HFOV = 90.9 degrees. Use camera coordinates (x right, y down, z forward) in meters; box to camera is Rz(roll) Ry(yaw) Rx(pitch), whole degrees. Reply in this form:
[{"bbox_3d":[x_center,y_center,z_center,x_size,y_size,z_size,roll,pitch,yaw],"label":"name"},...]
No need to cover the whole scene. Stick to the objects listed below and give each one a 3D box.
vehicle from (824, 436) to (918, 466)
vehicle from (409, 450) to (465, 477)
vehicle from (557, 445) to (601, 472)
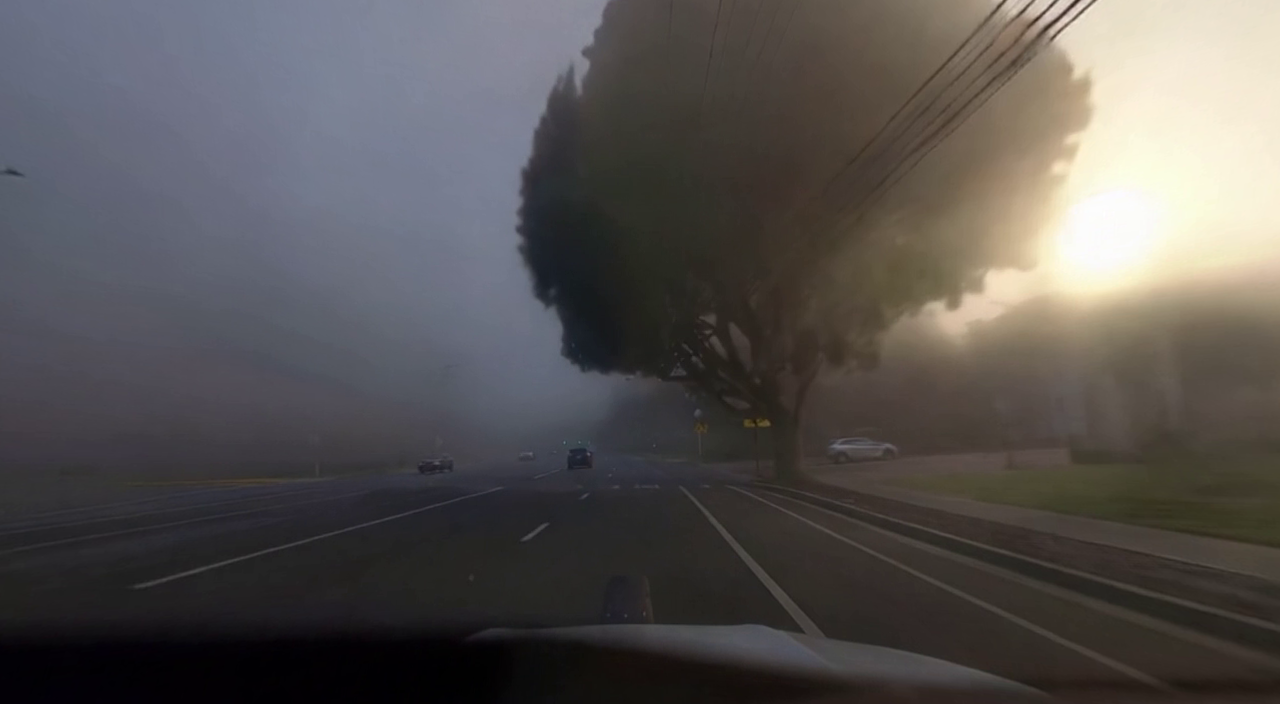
[{"bbox_3d":[14.193,6.080,38.835,4.904,1.735,2.270,1,-8,-10],"label":"vehicle"},{"bbox_3d":[-12.252,6.742,38.283,1.970,1.496,4.512,0,-8,-1],"label":"vehicle"},{"bbox_3d":[-3.487,6.168,36.695,2.084,1.466,4.522,0,-8,0],"label":"vehicle"}]
